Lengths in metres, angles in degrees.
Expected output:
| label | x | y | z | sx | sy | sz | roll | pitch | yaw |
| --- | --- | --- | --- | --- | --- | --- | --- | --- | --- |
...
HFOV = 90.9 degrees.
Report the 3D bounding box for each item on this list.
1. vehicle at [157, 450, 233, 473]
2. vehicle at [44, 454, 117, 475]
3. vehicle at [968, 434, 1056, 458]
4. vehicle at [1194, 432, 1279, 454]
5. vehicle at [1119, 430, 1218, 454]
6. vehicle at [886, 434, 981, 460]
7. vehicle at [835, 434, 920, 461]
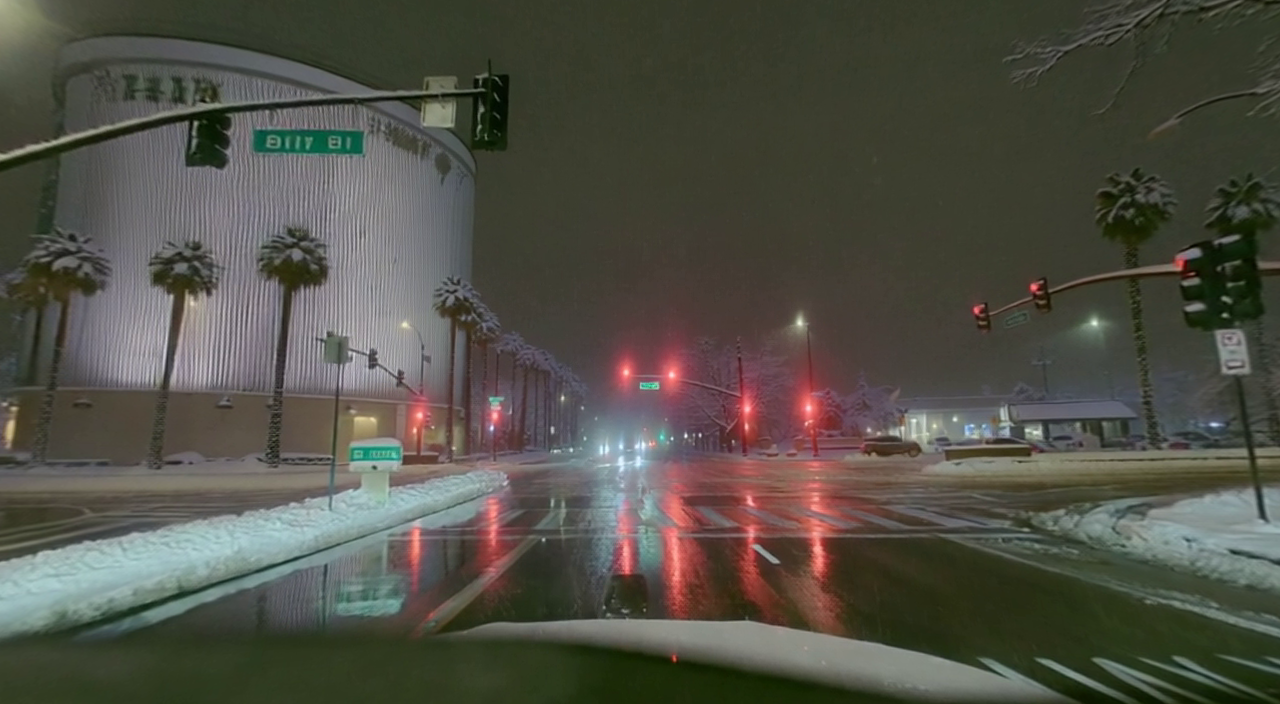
| label | x | y | z | sx | sy | sz | roll | pitch | yaw |
| --- | --- | --- | --- | --- | --- | --- | --- | --- | --- |
| vehicle | -32.893 | 8.100 | 46.641 | 4.136 | 1.661 | 1.857 | 0 | -8 | 1 |
| vehicle | -41.396 | 8.317 | 46.700 | 3.698 | 1.467 | 1.779 | 0 | -8 | 1 |
| vehicle | 23.742 | 6.028 | 40.355 | 4.423 | 1.465 | 1.798 | 0 | -8 | 1 |
| vehicle | 42.325 | 6.446 | 44.619 | 4.437 | 1.469 | 1.811 | 0 | -8 | 0 |
| vehicle | 33.392 | 5.727 | 39.921 | 4.567 | 1.458 | 1.791 | 0 | -8 | 2 |
| vehicle | 17.121 | 5.558 | 36.888 | 4.684 | 1.461 | 1.777 | 0 | -8 | -1 |
| vehicle | 15.236 | 6.139 | 40.616 | 4.648 | 1.665 | 1.910 | 0 | -8 | -1 |
